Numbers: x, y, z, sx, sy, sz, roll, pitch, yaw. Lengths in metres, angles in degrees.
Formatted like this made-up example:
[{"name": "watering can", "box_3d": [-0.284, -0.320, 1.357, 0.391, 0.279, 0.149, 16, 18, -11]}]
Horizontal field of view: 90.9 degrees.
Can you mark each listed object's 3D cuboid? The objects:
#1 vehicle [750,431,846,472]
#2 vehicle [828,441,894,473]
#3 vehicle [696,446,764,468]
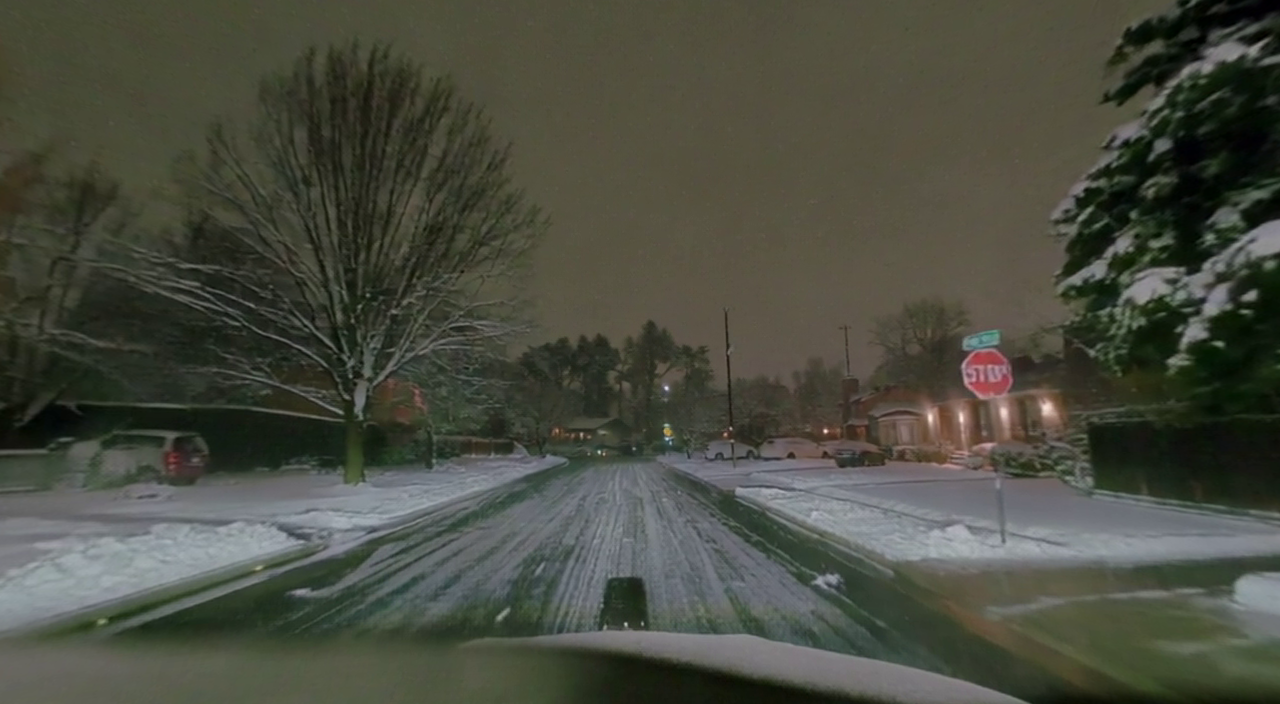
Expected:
[{"name": "vehicle", "box_3d": [9.714, 6.104, 39.103, 5.239, 1.933, 2.131, -5, -5, -3]}, {"name": "vehicle", "box_3d": [11.607, 5.429, 32.955, 2.004, 1.511, 4.494, -6, -10, 35]}, {"name": "vehicle", "box_3d": [5.887, 6.957, 41.761, 4.229, 1.402, 1.811, 0, -9, 0]}]
